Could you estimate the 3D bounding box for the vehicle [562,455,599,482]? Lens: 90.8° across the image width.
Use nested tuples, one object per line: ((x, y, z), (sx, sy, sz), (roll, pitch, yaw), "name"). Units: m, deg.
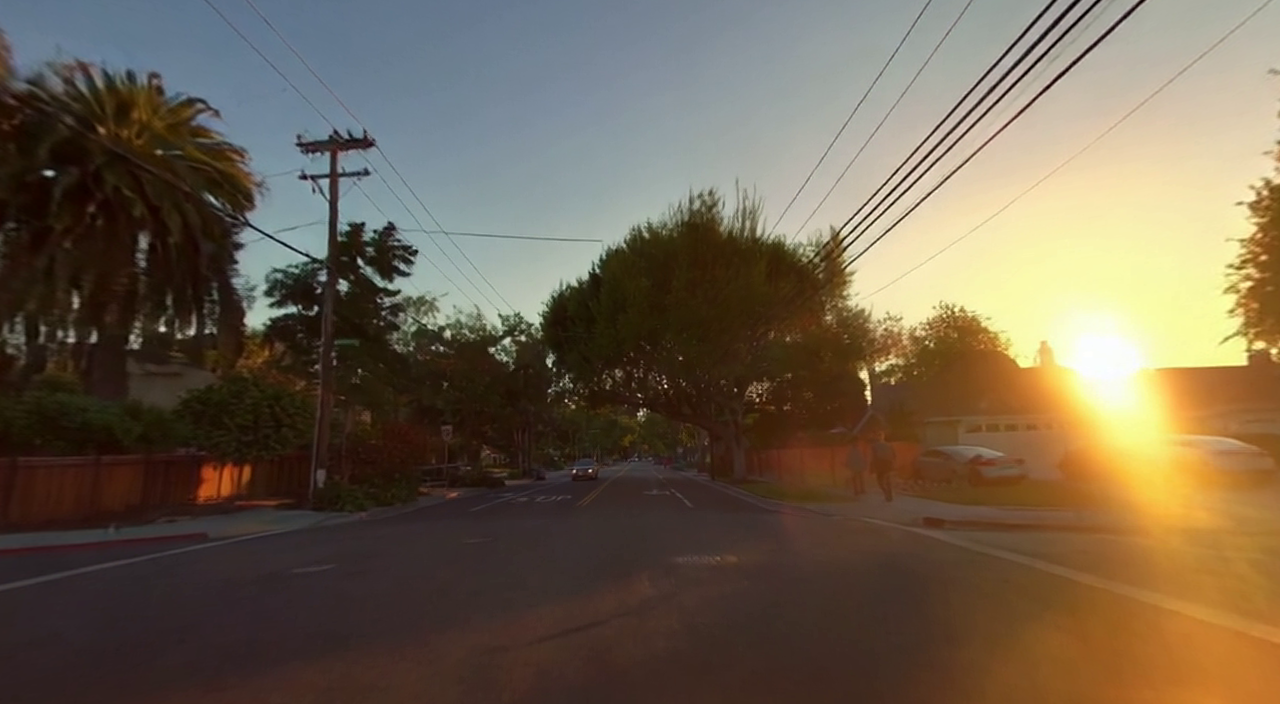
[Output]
((-3.761, 7.439, 40.506), (1.935, 1.595, 3.972), (0, -9, 1), "vehicle")
